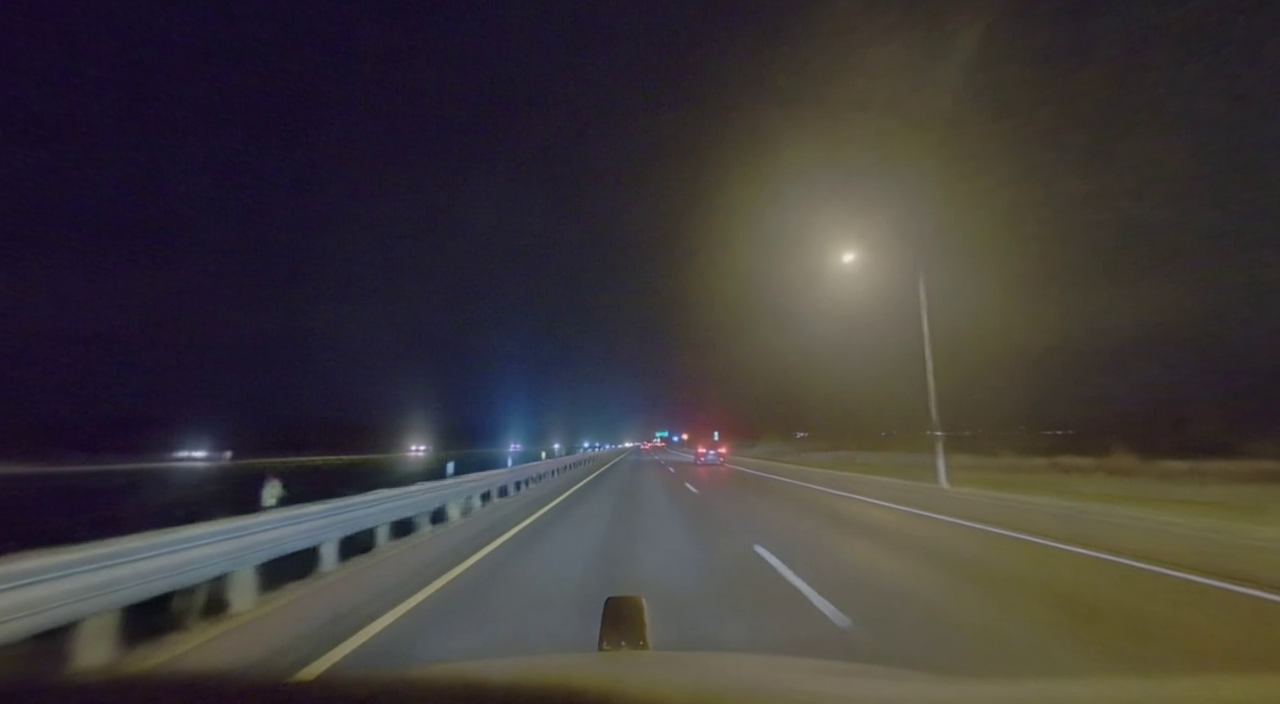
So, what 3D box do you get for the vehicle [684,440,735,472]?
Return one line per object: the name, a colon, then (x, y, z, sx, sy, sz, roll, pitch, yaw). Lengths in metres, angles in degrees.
vehicle: (3.552, 5.420, 32.936, 2.044, 1.527, 4.658, 0, -8, -1)
